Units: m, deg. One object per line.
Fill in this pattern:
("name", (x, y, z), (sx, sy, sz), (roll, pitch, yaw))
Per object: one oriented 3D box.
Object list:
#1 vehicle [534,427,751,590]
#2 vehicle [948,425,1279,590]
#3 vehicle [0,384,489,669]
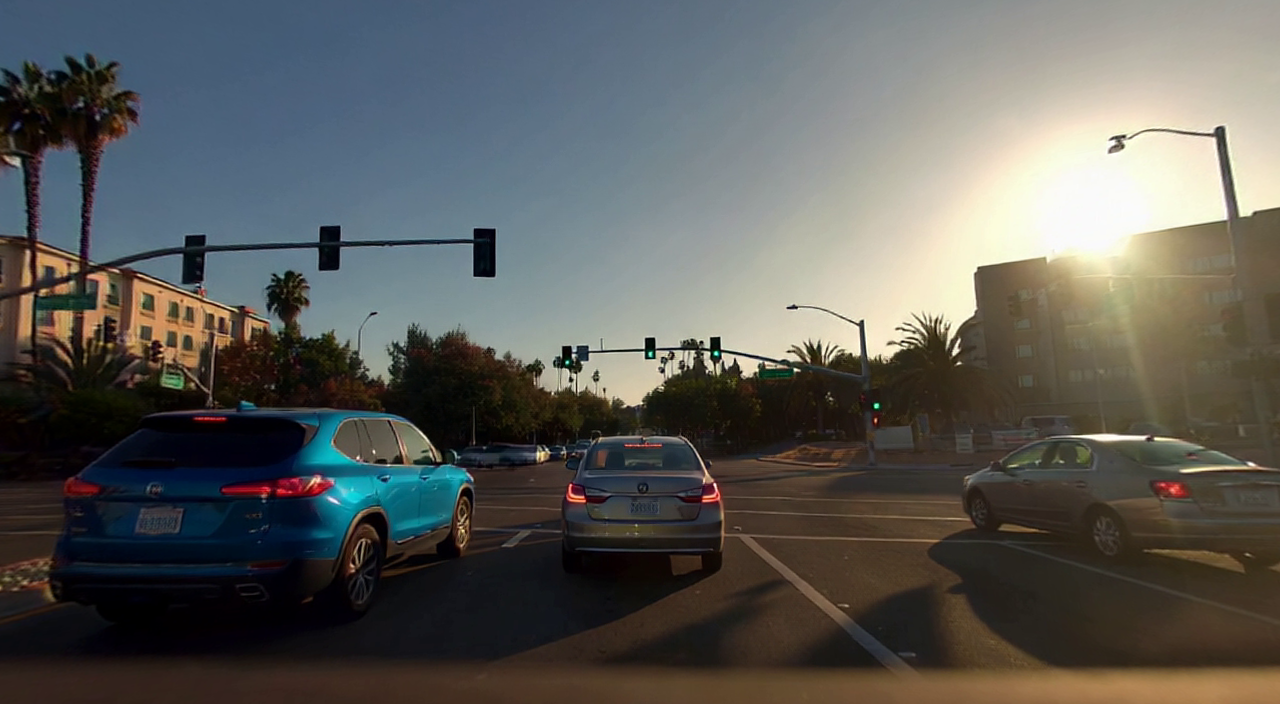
("vehicle", (-0.007, 1.707, 7.730), (1.942, 1.445, 3.973), (0, -8, -1))
("vehicle", (6.086, 1.759, 8.098), (1.970, 1.489, 4.482), (0, -8, -1))
("vehicle", (-3.102, 1.366, 6.085), (2.051, 1.682, 4.467), (0, -8, 2))
